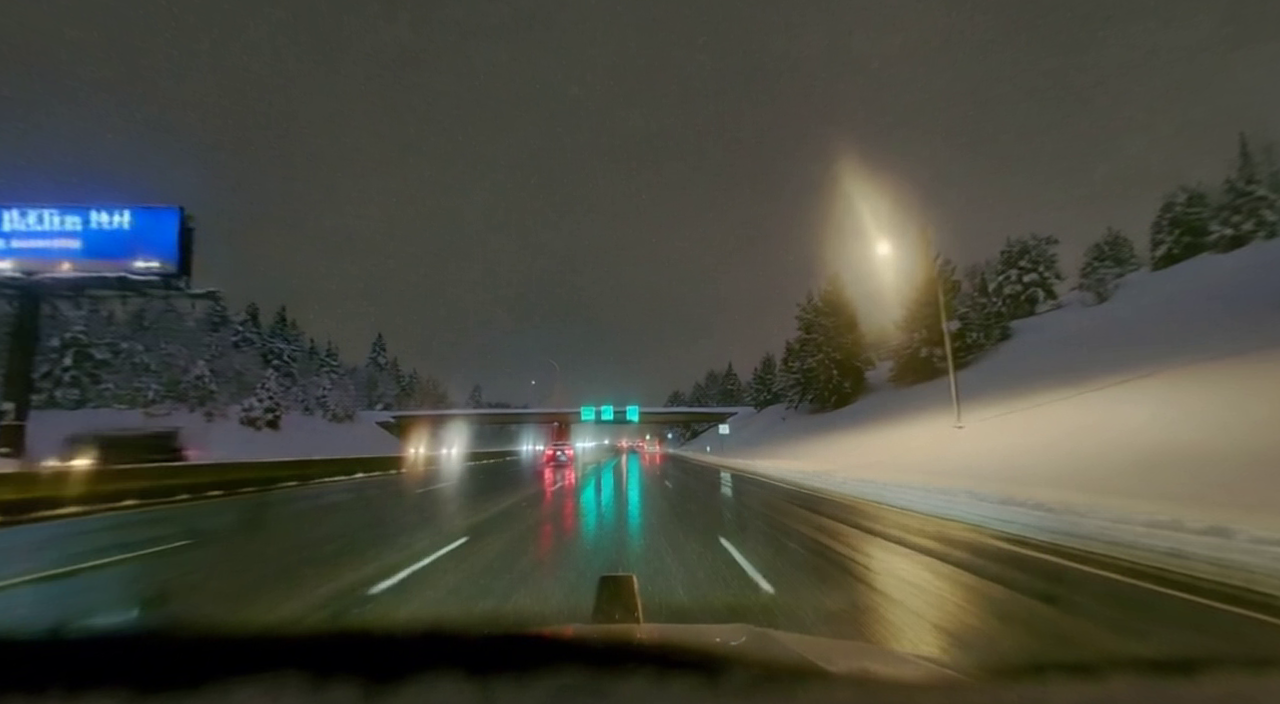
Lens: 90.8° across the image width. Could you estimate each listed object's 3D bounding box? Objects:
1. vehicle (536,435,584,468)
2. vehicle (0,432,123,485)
[{"bbox_3d":[-4.454,5.612,35.811,2.102,1.727,4.704,0,-8,0],"label":"vehicle"},{"bbox_3d":[-17.445,3.091,18.631,1.532,1.391,3.350,0,-8,-1],"label":"vehicle"}]
